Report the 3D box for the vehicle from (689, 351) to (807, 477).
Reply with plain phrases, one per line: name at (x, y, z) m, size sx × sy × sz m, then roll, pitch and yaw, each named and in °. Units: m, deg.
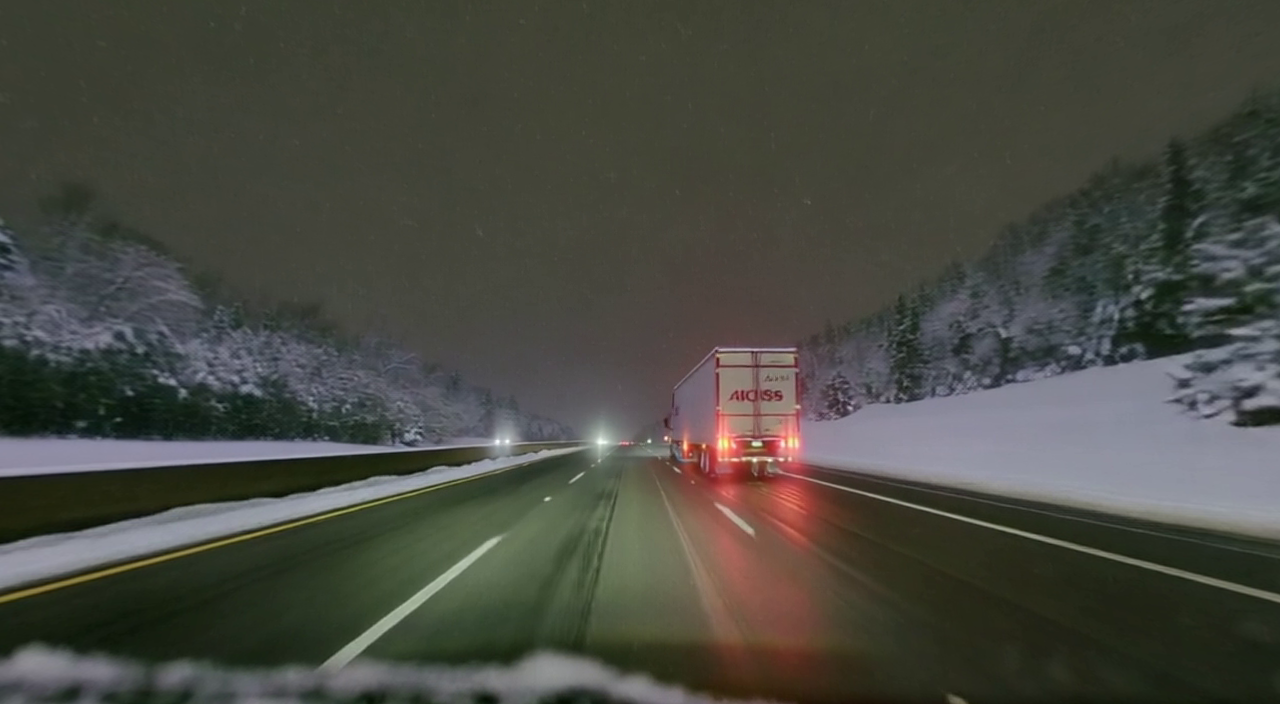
vehicle at (3.762, 2.545, 24.490) m, size 2.880 × 3.986 × 9.103 m, roll 0°, pitch -8°, yaw 0°
